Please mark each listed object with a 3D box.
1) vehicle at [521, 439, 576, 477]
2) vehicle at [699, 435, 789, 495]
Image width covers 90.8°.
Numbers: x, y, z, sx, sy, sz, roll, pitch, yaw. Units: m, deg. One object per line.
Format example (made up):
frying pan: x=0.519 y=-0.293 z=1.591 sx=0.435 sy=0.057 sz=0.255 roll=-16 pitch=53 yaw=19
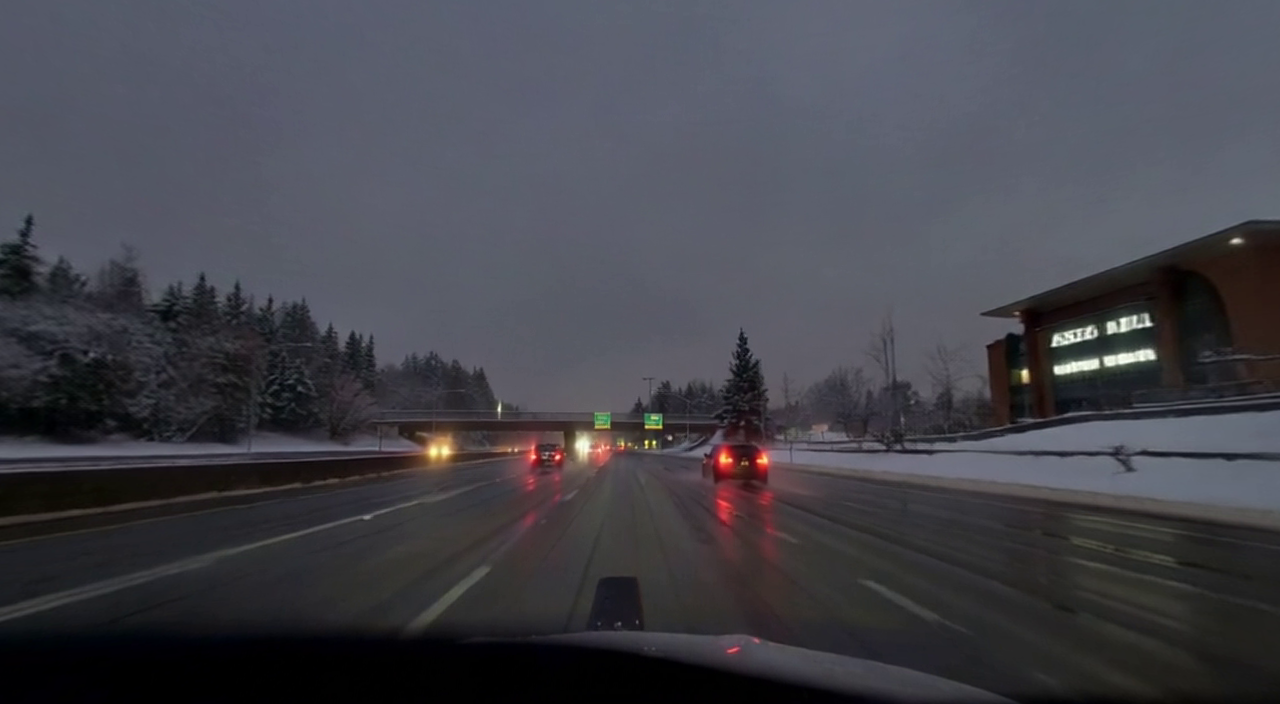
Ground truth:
vehicle: x=-4.578 y=5.390 z=32.406 sx=2.176 sy=1.779 sz=4.755 roll=0 pitch=-8 yaw=-1
vehicle: x=3.142 y=3.496 z=19.974 sx=1.997 sy=1.686 sz=4.247 roll=0 pitch=-8 yaw=-2
